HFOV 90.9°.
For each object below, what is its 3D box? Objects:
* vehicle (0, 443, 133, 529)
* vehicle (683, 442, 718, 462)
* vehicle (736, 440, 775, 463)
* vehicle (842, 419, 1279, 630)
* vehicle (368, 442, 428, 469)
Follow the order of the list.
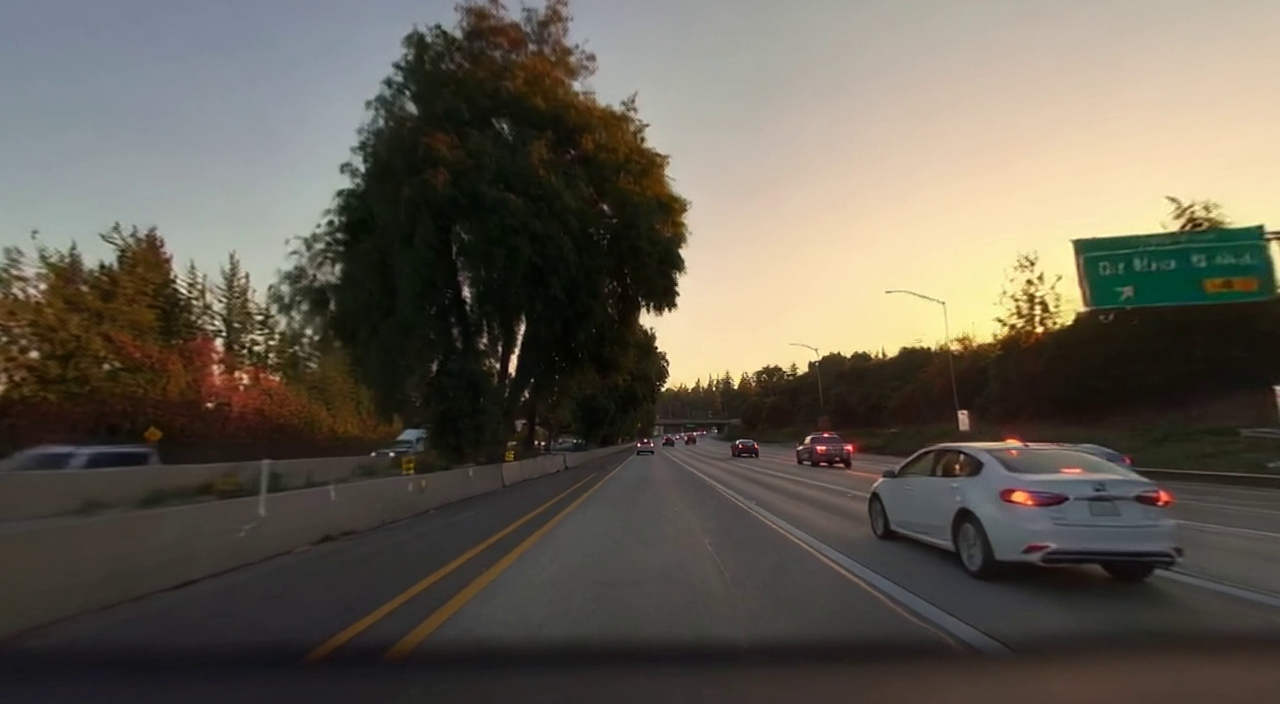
[{"bbox_3d":[-12.855,2.634,12.669,1.875,1.591,4.102,0,-8,0],"label":"vehicle"},{"bbox_3d":[4.544,7.553,47.980,2.118,1.438,4.312,0,-8,-1],"label":"vehicle"},{"bbox_3d":[8.120,7.045,44.794,1.919,1.476,4.303,0,-8,-1],"label":"vehicle"},{"bbox_3d":[4.224,1.599,7.075,2.223,1.483,5.075,0,-8,0],"label":"vehicle"},{"bbox_3d":[-17.032,7.317,44.698,2.209,1.774,4.989,0,-8,0],"label":"vehicle"}]
